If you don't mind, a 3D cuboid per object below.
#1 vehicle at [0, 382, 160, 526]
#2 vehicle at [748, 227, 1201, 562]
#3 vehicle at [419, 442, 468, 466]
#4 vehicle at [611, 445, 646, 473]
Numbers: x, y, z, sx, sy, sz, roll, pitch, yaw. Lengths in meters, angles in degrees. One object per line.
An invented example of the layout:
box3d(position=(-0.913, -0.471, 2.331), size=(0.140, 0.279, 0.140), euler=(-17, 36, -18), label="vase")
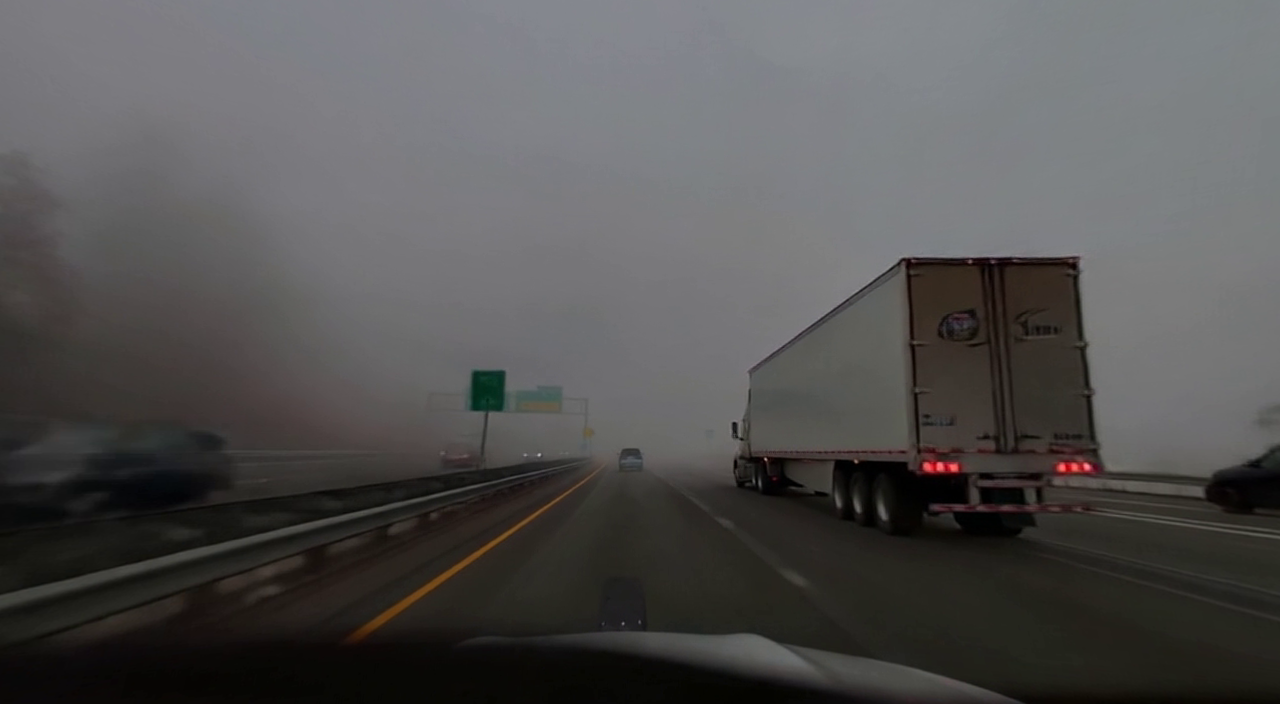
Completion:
box3d(position=(-7.904, 1.130, 6.942), size=(2.029, 1.527, 4.006), euler=(0, -9, 0), label="vehicle")
box3d(position=(5.078, 1.514, 14.487), size=(2.890, 4.006, 14.039), euler=(0, -9, 1), label="vehicle")
box3d(position=(-12.337, 6.449, 39.842), size=(1.786, 1.451, 4.104), euler=(0, -9, -1), label="vehicle")
box3d(position=(-0.723, 6.698, 39.585), size=(2.111, 1.599, 3.859), euler=(0, -9, -1), label="vehicle")
